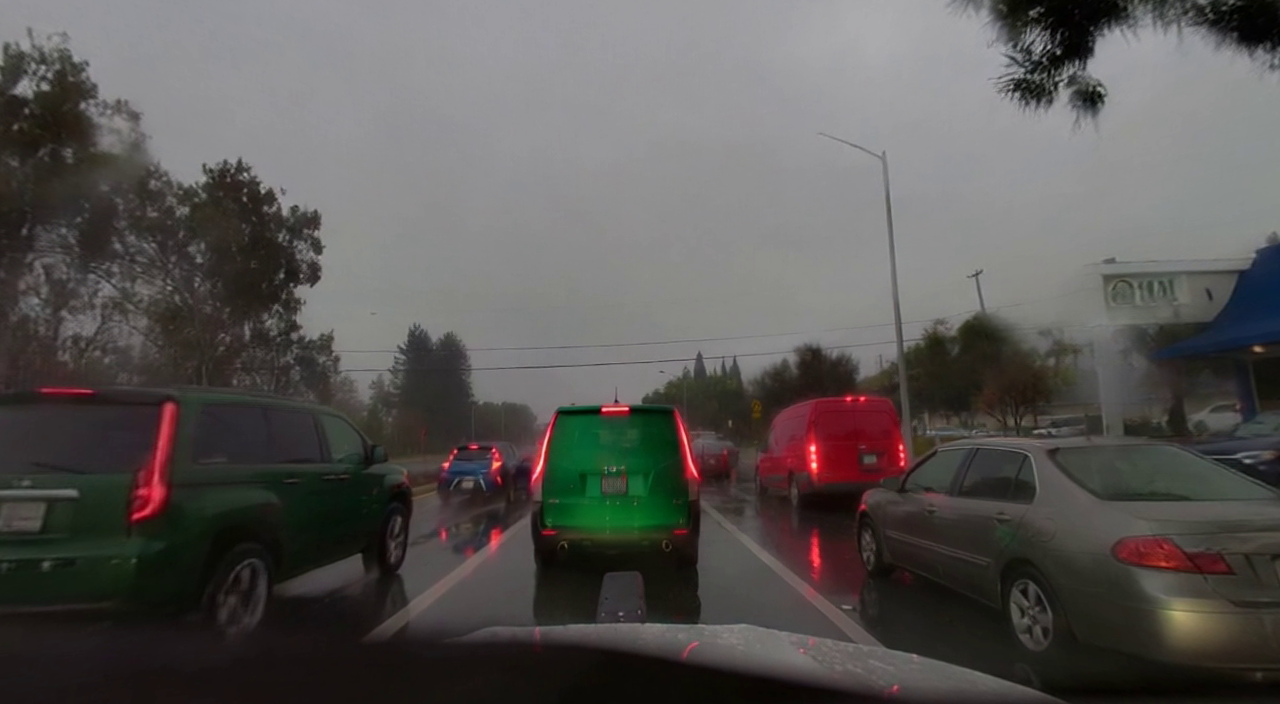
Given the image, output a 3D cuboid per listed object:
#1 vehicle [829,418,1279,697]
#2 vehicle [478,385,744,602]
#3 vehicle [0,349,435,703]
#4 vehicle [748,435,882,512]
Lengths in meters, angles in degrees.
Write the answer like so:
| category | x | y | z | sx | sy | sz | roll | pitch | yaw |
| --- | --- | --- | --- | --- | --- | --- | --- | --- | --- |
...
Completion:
| category | x | y | z | sx | sy | sz | roll | pitch | yaw |
| --- | --- | --- | --- | --- | --- | --- | --- | --- | --- |
| vehicle | 3.360 | 1.433 | 5.651 | 1.900 | 1.477 | 4.352 | 0 | -9 | -1 |
| vehicle | -0.294 | 1.511 | 7.528 | 2.238 | 1.825 | 4.190 | 0 | -9 | -1 |
| vehicle | -3.655 | 1.233 | 5.508 | 2.231 | 1.853 | 4.461 | 0 | -9 | 0 |
| vehicle | 3.911 | 2.777 | 14.931 | 1.875 | 1.521 | 4.192 | 0 | -9 | -1 |
